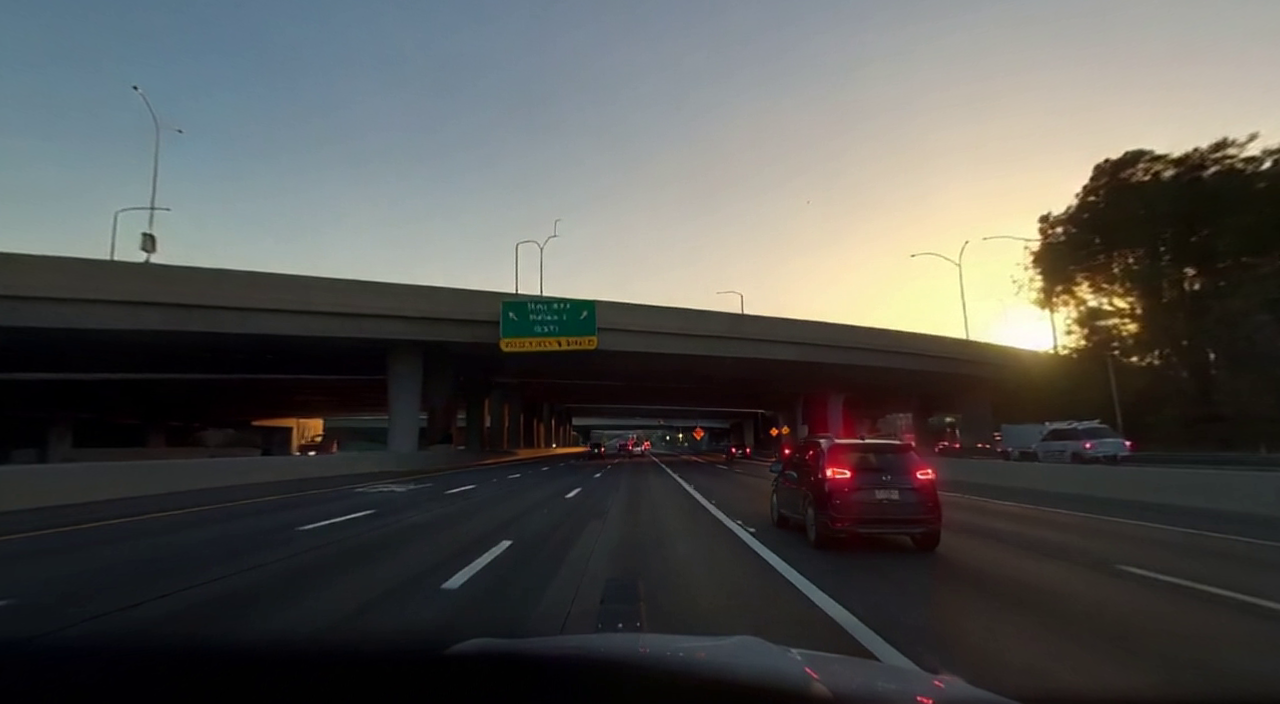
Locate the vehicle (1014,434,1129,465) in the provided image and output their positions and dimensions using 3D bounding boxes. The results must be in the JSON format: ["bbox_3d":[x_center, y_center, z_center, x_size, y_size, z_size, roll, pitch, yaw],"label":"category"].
[{"bbox_3d":[22.341,5.082,33.022,1.821,1.479,5.004,2,-8,-12],"label":"vehicle"}]

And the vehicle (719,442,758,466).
[{"bbox_3d":[7.058,7.373,45.775,2.075,1.611,4.421,0,-8,-1],"label":"vehicle"}]
